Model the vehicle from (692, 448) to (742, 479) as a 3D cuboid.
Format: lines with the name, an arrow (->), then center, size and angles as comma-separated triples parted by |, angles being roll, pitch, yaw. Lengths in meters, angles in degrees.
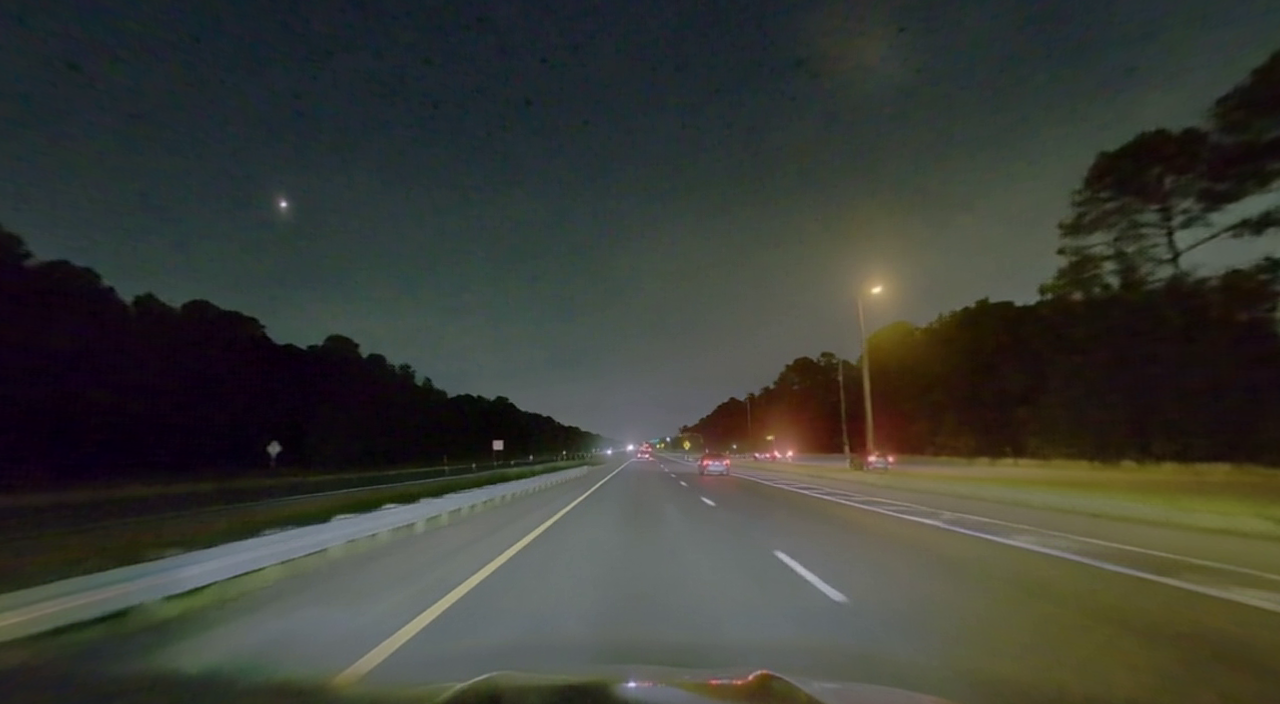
vehicle -> 4.061, 5.991, 34.039 | 2.115, 1.522, 4.330 | 0, -9, -1
